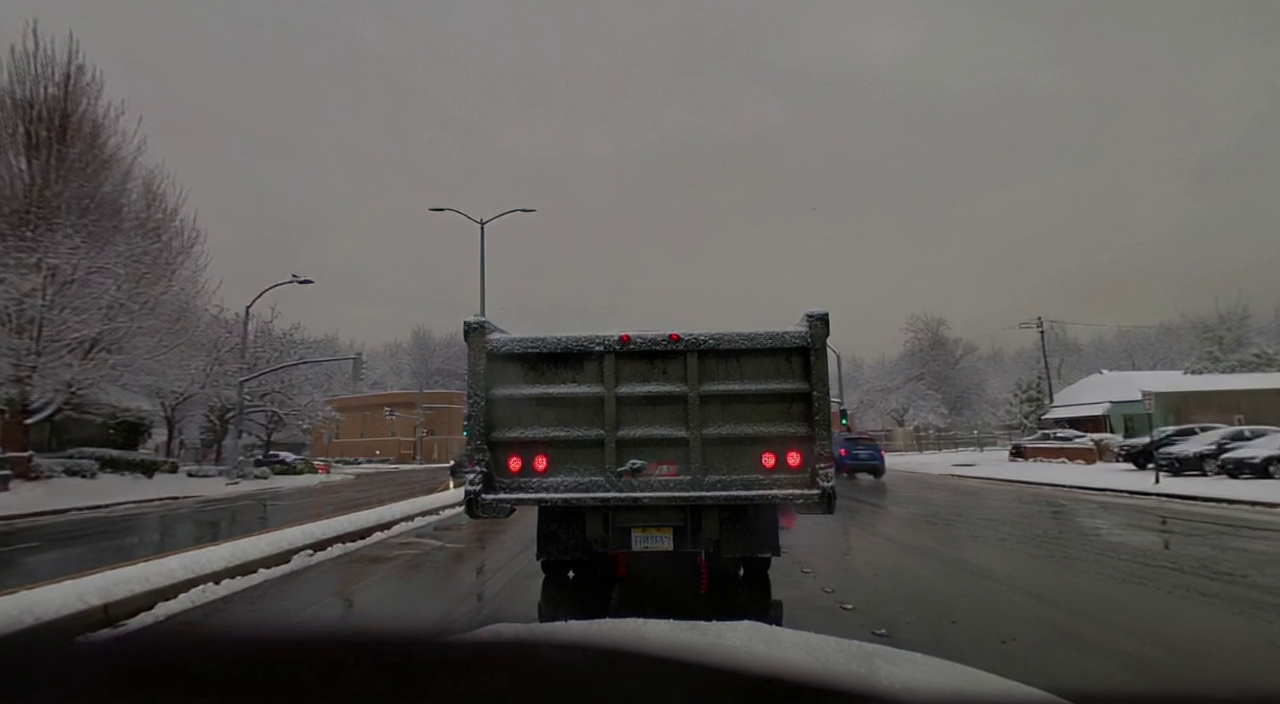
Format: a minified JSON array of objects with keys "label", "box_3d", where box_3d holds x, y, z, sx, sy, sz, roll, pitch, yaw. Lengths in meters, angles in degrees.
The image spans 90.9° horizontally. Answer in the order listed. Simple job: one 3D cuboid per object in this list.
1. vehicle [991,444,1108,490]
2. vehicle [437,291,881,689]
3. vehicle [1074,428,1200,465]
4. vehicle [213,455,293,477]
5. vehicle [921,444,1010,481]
[{"label":"vehicle","box_3d":[14.288,3.995,22.279,1.702,1.475,3.670,-1,-8,1]},{"label":"vehicle","box_3d":[0.264,1.317,7.399,2.650,2.391,7.008,-1,-8,3]},{"label":"vehicle","box_3d":[23.115,4.392,29.448,4.171,1.614,1.894,-1,-8,1]},{"label":"vehicle","box_3d":[-26.862,7.908,43.832,4.409,1.446,1.862,-1,-8,6]},{"label":"vehicle","box_3d":[14.154,4.799,27.731,1.777,1.488,4.081,-1,-8,1]}]
